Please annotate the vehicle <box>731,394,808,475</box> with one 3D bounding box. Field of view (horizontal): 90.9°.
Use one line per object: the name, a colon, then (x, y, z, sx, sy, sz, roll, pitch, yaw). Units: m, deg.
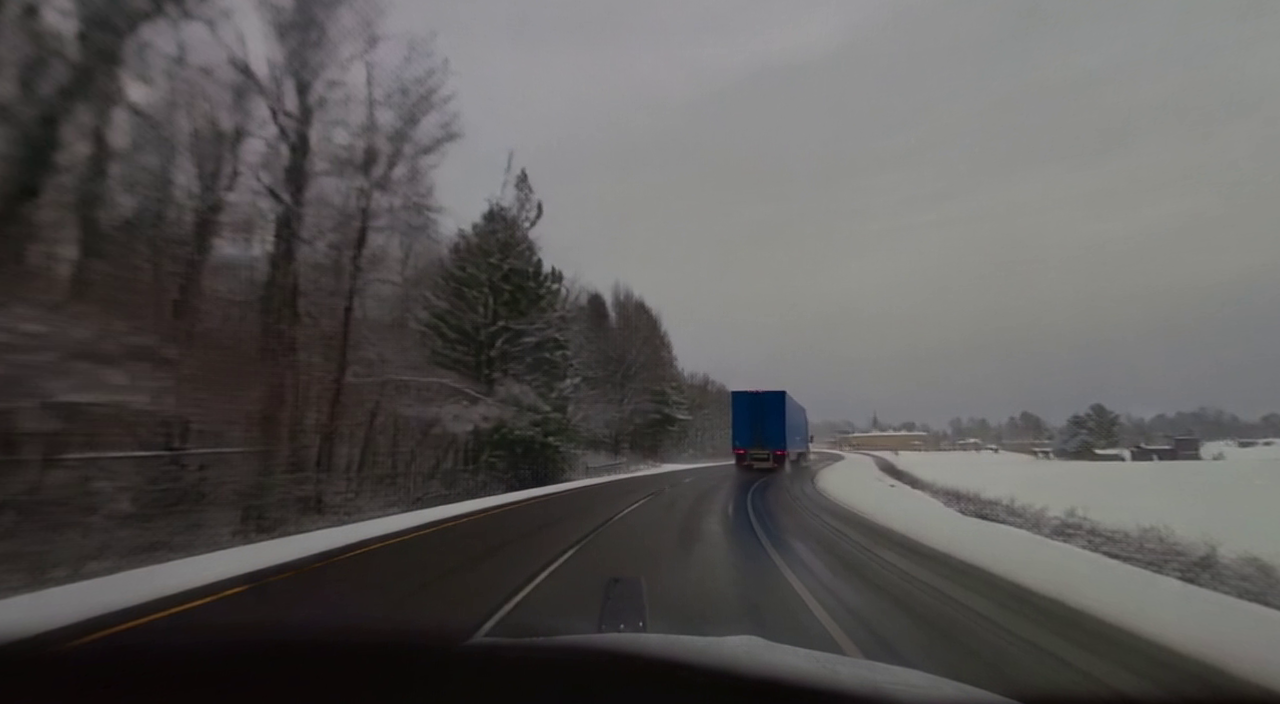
vehicle: (8.496, 5.322, 39.661, 3.087, 4.178, 13.682, -3, -9, 18)
